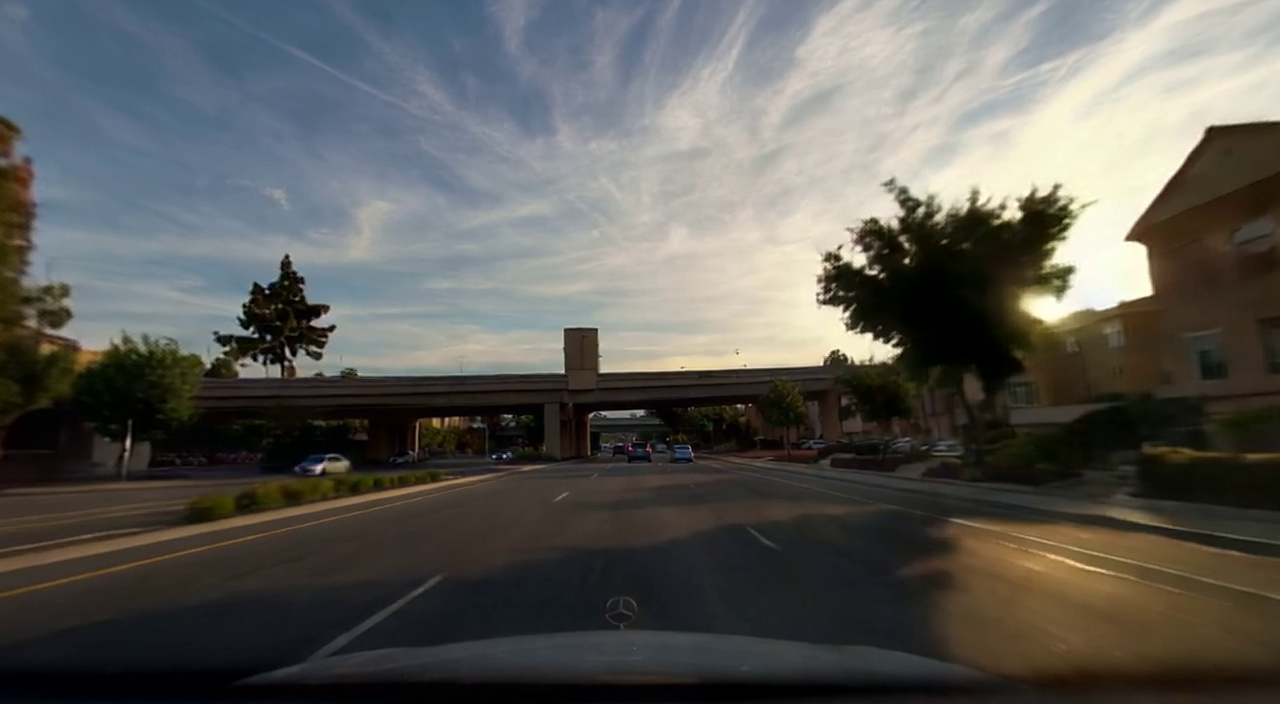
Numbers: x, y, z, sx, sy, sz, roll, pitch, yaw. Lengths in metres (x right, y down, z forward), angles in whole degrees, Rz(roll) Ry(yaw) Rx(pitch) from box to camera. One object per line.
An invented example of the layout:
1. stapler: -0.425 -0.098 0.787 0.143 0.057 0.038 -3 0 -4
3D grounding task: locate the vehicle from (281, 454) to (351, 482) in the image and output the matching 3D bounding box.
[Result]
1. vehicle: -18.524 6.646 36.358 1.805 1.444 4.221 0 -8 0
